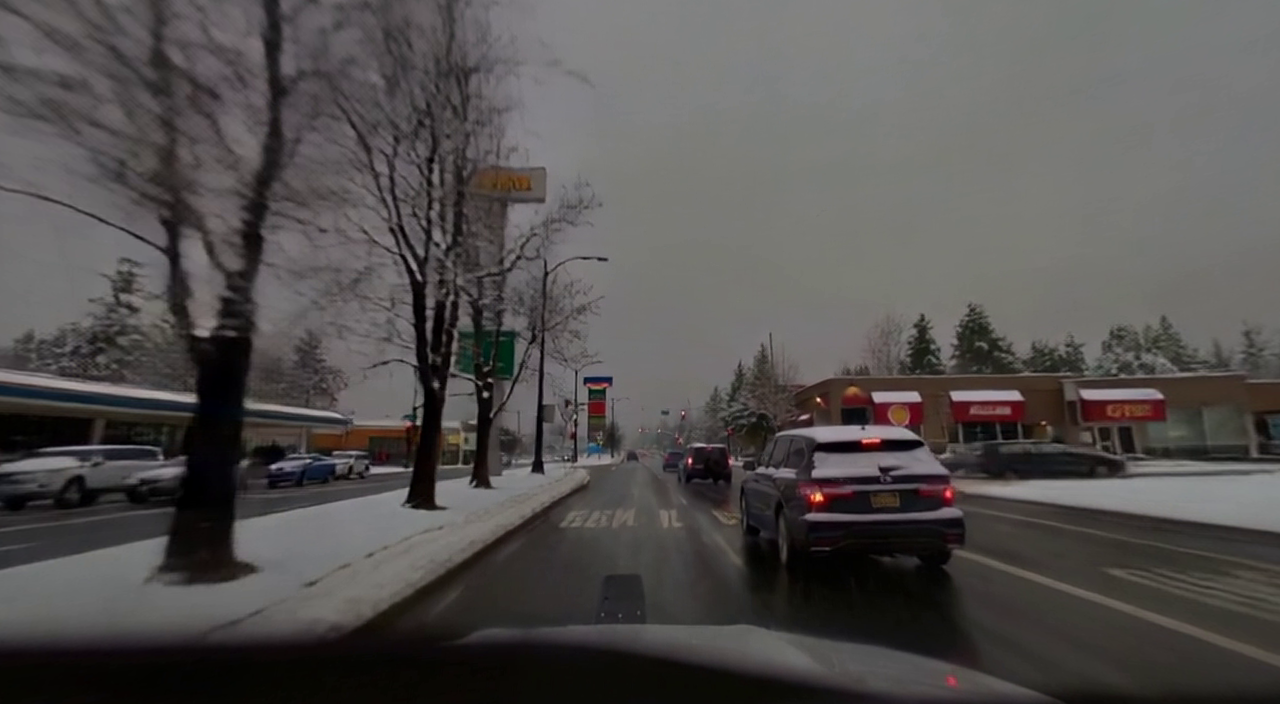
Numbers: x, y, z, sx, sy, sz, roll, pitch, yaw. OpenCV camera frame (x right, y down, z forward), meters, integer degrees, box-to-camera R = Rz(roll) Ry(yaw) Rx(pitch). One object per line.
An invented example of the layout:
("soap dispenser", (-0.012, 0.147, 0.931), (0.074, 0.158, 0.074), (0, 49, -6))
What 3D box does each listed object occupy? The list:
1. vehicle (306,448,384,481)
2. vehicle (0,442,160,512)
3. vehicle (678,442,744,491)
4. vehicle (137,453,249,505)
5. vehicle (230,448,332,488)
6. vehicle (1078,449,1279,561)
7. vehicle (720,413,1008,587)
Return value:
("vehicle", (-17.859, 6.809, 38.457), (2.263, 1.887, 5.170), (0, -9, -1))
("vehicle", (-17.931, 3.834, 19.880), (1.930, 1.935, 4.567), (0, -9, -1))
("vehicle", (2.612, 4.315, 24.125), (1.999, 1.679, 4.217), (0, -9, -1))
("vehicle", (-15.437, 4.340, 22.060), (2.290, 1.519, 4.860), (4, -10, -25))
("vehicle", (-18.001, 5.819, 31.919), (2.129, 1.843, 5.067), (0, -9, 1))
("vehicle", (9.907, 2.336, 10.068), (2.036, 1.525, 5.135), (0, -9, -1))
("vehicle", (2.546, 1.849, 8.772), (2.183, 1.720, 4.842), (0, -9, 0))
